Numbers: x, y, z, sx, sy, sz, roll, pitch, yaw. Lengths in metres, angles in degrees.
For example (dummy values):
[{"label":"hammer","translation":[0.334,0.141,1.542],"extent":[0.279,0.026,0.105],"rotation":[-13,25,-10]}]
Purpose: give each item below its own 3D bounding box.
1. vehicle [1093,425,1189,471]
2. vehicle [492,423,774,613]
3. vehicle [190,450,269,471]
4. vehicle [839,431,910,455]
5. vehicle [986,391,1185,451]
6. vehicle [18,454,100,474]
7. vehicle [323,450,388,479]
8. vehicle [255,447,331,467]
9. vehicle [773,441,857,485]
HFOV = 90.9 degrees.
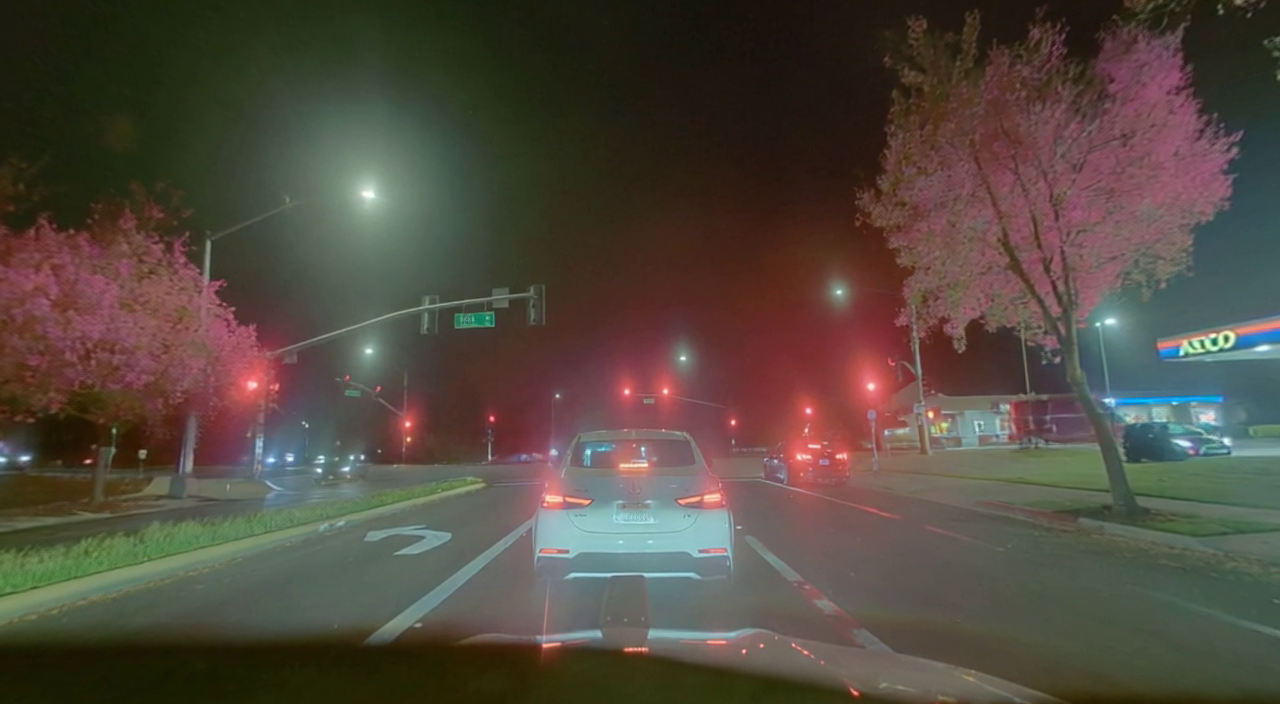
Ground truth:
[{"label":"vehicle","translation":[18.559,3.528,23.273],"extent":[4.300,1.495,2.053],"rotation":[8,-12,-43]},{"label":"vehicle","translation":[-0.074,1.608,7.060],"extent":[2.213,1.482,4.057],"rotation":[0,-8,-1]},{"label":"vehicle","translation":[-29.463,7.759,45.280],"extent":[4.466,1.438,1.837],"rotation":[-1,-8,5]},{"label":"vehicle","translation":[18.183,7.084,49.010],"extent":[4.656,1.605,1.942],"rotation":[-3,-8,4]},{"label":"vehicle","translation":[30.069,4.736,42.928],"extent":[10.890,3.868,3.021],"rotation":[-1,-8,2]},{"label":"vehicle","translation":[-42.815,8.255,46.478],"extent":[4.511,1.407,1.764],"rotation":[-1,-8,4]},{"label":"vehicle","translation":[-15.797,6.179,34.857],"extent":[1.944,1.465,4.609],"rotation":[7,-11,-40]},{"label":"vehicle","translation":[-26.798,8.126,48.766],"extent":[4.806,1.472,1.886],"rotation":[-1,-8,5]},{"label":"vehicle","translation":[6.521,4.161,23.996],"extent":[1.942,1.511,4.390],"rotation":[0,-8,0]}]
